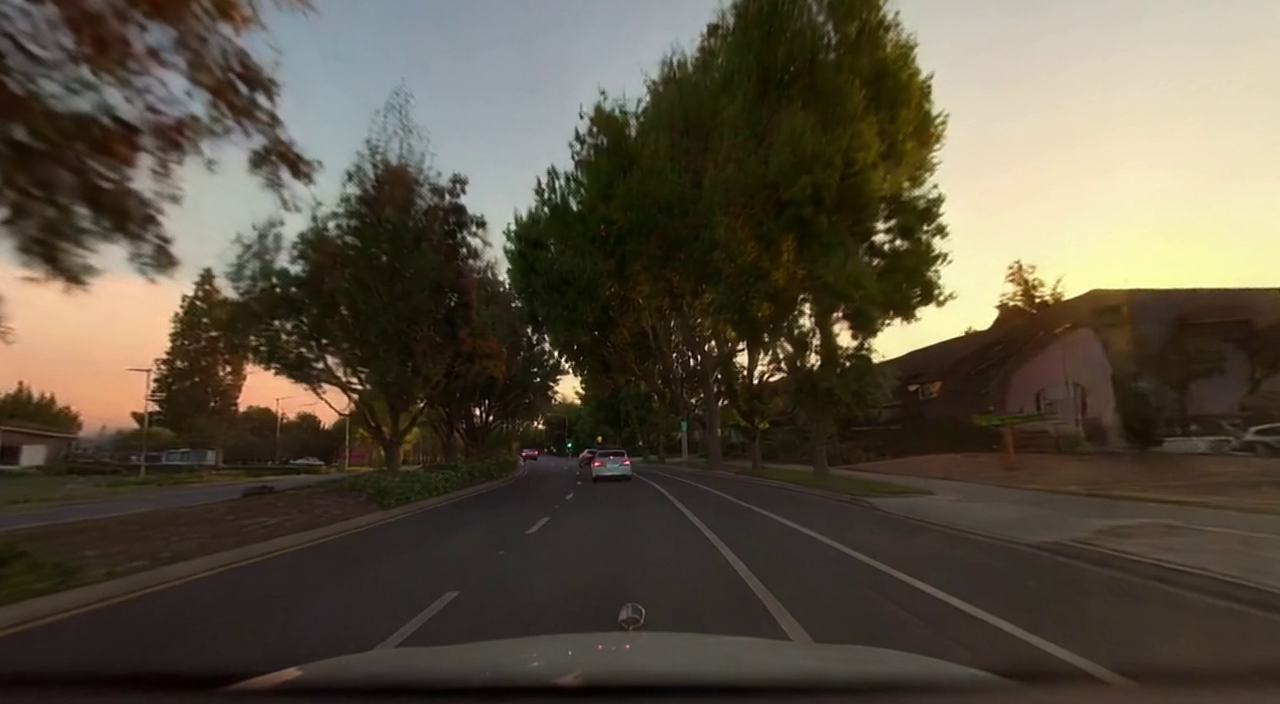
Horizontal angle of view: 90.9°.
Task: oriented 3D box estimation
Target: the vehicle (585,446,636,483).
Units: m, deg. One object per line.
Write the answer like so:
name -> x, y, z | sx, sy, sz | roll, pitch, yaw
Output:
vehicle -> -1.370, 4.888, 27.764 | 2.009, 1.456, 4.003 | 1, -8, -6
